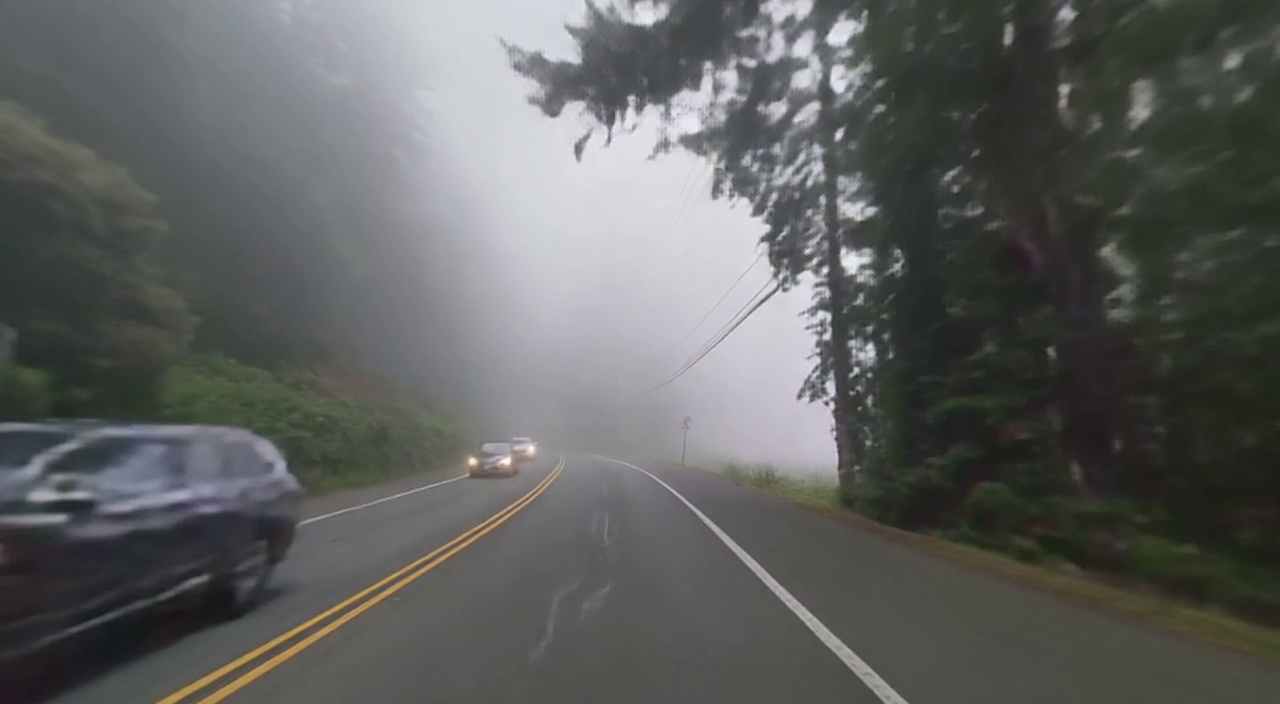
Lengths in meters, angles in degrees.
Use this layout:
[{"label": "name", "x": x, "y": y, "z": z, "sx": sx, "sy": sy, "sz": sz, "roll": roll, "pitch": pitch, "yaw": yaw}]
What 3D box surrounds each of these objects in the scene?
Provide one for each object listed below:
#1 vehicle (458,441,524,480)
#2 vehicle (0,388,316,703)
[{"label": "vehicle", "x": -6.098, "y": 4.473, "z": 26.367, "sx": 1.965, "sy": 1.486, "sz": 4.385, "roll": 1, "pitch": -9, "yaw": -4}, {"label": "vehicle", "x": -4.405, "y": 1.141, "z": 4.085, "sx": 2.165, "sy": 1.648, "sz": 4.605, "roll": 0, "pitch": -9, "yaw": 0}]
